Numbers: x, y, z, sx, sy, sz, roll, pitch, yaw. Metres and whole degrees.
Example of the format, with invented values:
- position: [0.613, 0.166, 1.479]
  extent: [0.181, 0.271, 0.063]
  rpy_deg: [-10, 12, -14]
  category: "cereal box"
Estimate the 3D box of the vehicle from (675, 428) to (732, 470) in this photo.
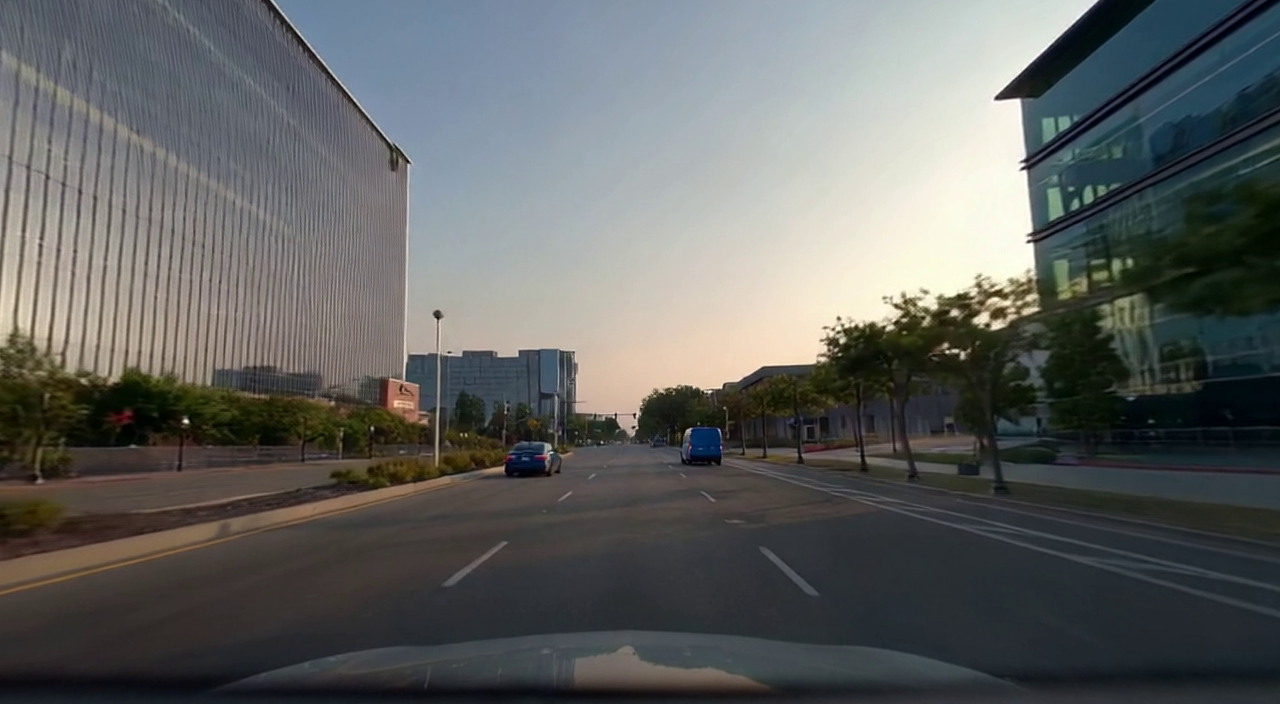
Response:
- position: [3.089, 4.895, 31.847]
  extent: [2.200, 1.914, 5.145]
  rpy_deg: [0, -8, -1]
  category: "vehicle"

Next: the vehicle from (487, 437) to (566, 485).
- position: [-3.719, 3.635, 21.325]
  extent: [1.864, 1.464, 4.195]
  rpy_deg: [0, -8, 0]
  category: "vehicle"
